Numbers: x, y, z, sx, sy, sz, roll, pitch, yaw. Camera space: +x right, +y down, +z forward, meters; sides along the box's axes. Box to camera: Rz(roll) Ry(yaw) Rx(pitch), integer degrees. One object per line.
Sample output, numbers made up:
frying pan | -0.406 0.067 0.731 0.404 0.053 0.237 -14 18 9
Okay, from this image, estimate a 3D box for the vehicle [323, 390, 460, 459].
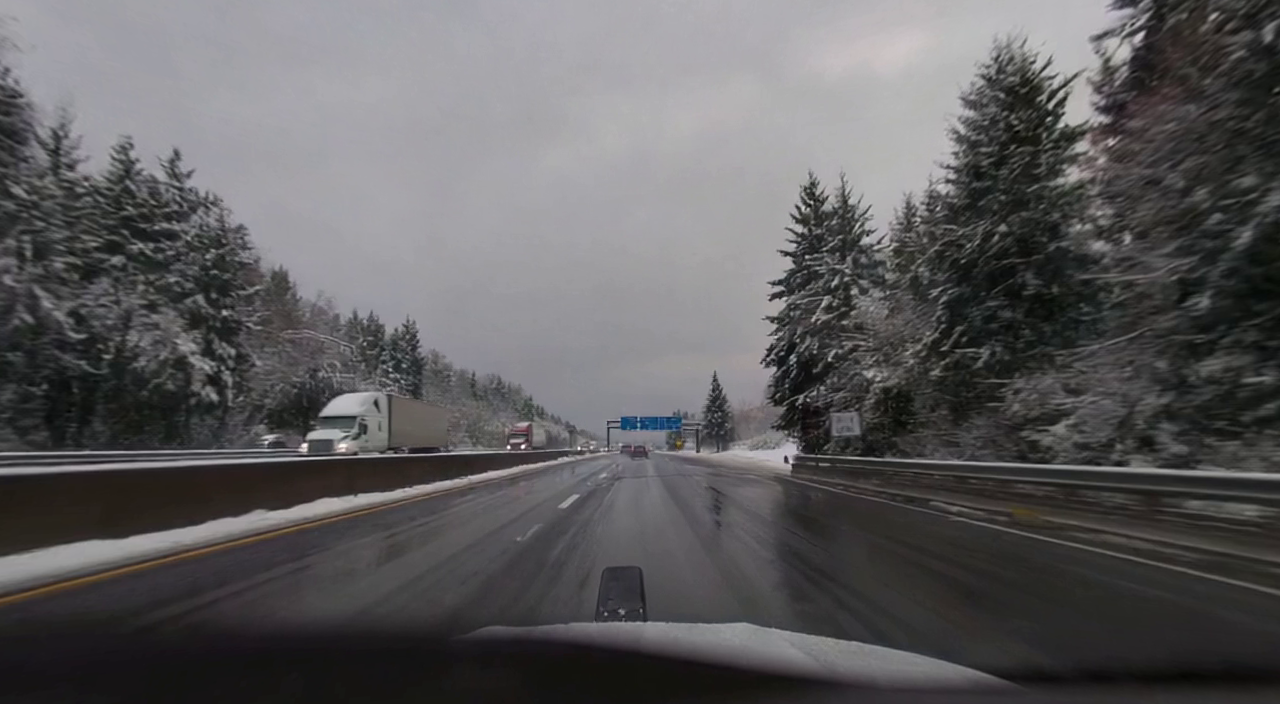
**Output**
vehicle | -16.331 5.371 43.698 2.878 3.843 16.564 0 -9 0
